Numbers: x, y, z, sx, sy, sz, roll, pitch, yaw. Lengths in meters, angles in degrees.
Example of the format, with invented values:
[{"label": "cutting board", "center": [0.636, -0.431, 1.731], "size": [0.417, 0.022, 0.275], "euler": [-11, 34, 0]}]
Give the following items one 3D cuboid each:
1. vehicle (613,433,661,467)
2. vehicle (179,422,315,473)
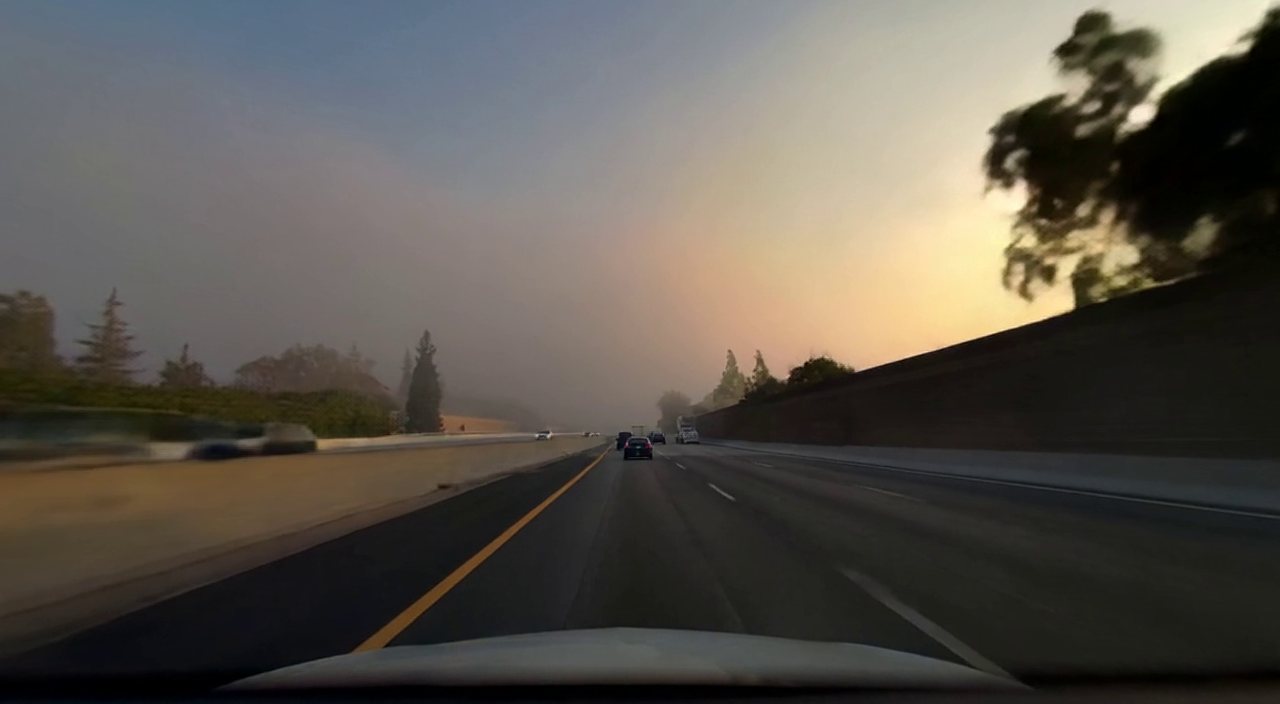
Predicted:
[{"label": "vehicle", "center": [-0.174, 4.604, 29.918], "size": [2.119, 1.480, 4.000], "euler": [0, -8, -1]}, {"label": "vehicle", "center": [-12.654, 3.092, 20.623], "size": [1.883, 1.490, 3.959], "euler": [0, -8, 0]}]
